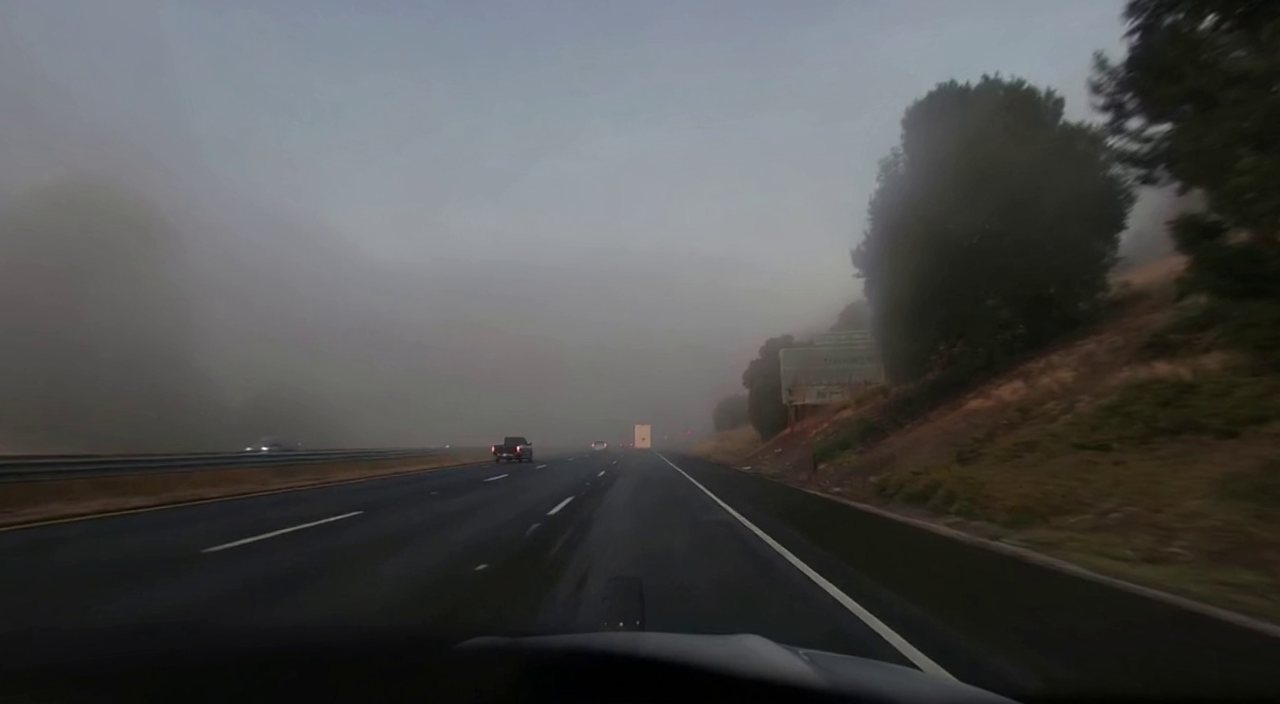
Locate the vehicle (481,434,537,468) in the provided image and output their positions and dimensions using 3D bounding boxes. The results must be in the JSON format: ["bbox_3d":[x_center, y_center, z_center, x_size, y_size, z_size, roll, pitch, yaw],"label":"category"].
[{"bbox_3d":[-7.121,5.414,34.712,2.070,1.738,4.733,0,-8,0],"label":"vehicle"}]
